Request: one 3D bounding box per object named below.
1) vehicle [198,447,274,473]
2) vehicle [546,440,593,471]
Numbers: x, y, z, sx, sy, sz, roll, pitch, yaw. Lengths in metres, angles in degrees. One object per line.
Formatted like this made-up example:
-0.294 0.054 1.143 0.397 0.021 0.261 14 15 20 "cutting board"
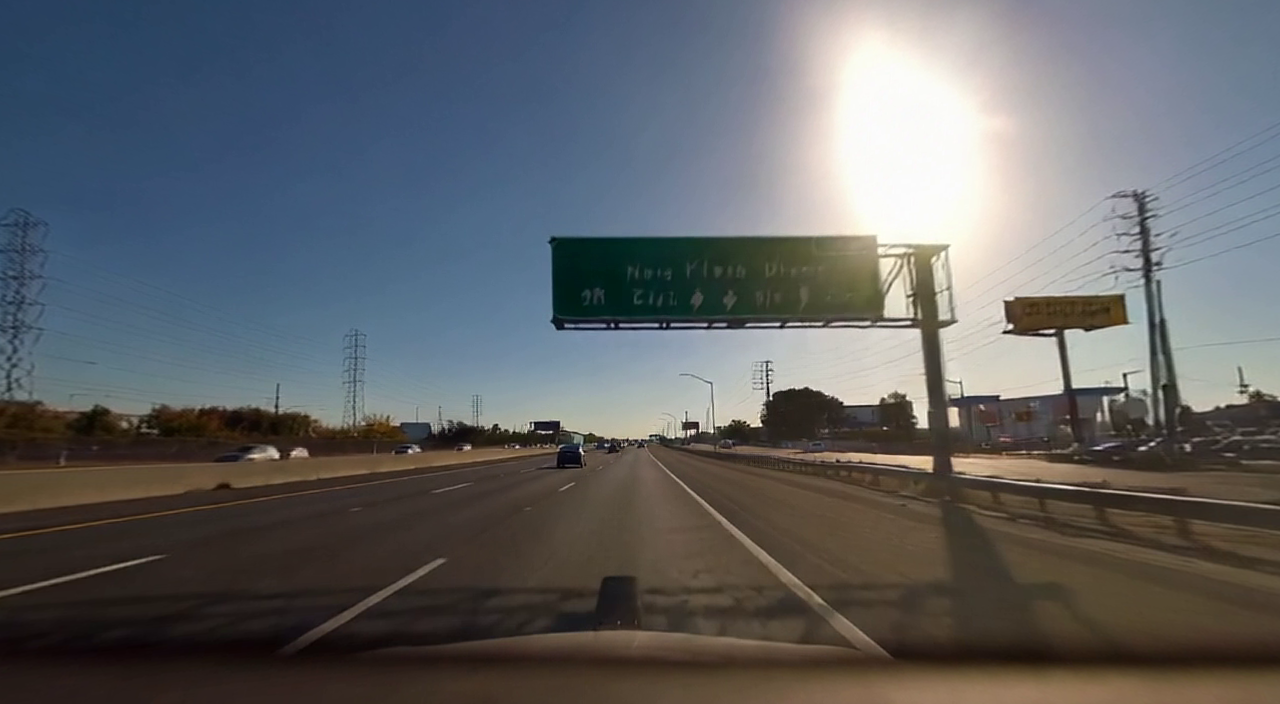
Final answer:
-25.415 6.796 39.937 1.810 1.480 4.357 0 -9 1 "vehicle"
-3.663 5.480 33.664 1.940 1.479 4.545 0 -8 1 "vehicle"
